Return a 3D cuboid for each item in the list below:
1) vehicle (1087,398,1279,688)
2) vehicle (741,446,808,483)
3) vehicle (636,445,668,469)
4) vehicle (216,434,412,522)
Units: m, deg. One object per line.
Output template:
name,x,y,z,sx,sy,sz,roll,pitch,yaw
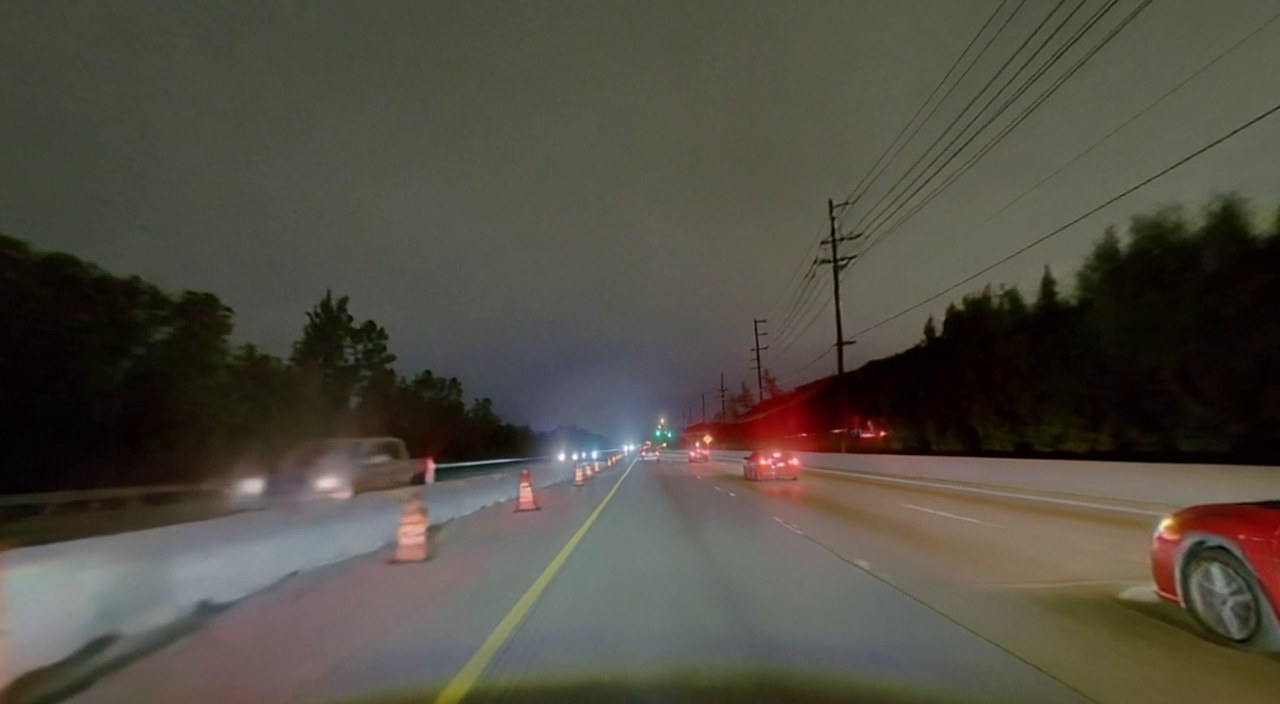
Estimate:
vehicle,4.481,0.912,2.574,1.997,1.568,4.529,0,-8,1
vehicle,5.592,4.686,26.681,1.881,1.409,4.016,0,-8,-1
vehicle,0.806,7.386,44.561,2.096,1.583,4.150,0,-8,0
vehicle,-7.597,2.917,15.412,2.176,1.763,4.720,0,-7,2
